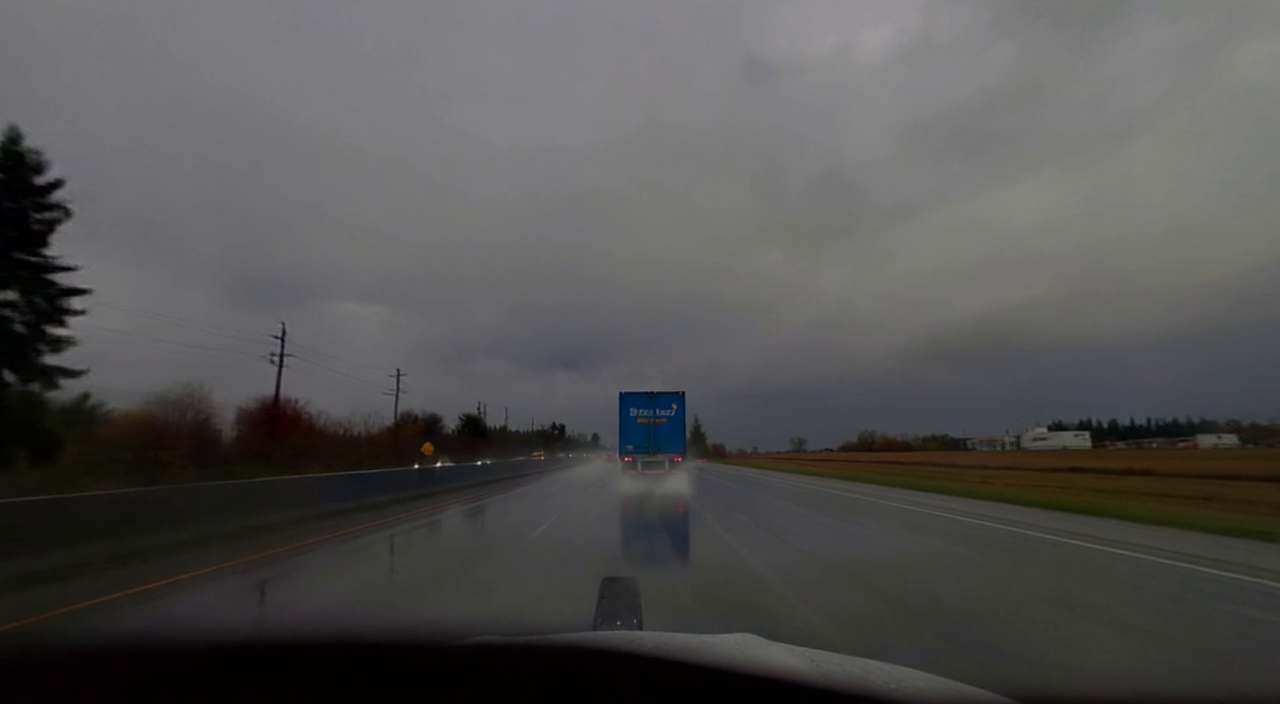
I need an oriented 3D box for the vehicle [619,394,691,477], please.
[{"bbox_3d":[0.807,5.439,39.618,3.537,4.071,17.399,0,-9,1],"label":"vehicle"}]
